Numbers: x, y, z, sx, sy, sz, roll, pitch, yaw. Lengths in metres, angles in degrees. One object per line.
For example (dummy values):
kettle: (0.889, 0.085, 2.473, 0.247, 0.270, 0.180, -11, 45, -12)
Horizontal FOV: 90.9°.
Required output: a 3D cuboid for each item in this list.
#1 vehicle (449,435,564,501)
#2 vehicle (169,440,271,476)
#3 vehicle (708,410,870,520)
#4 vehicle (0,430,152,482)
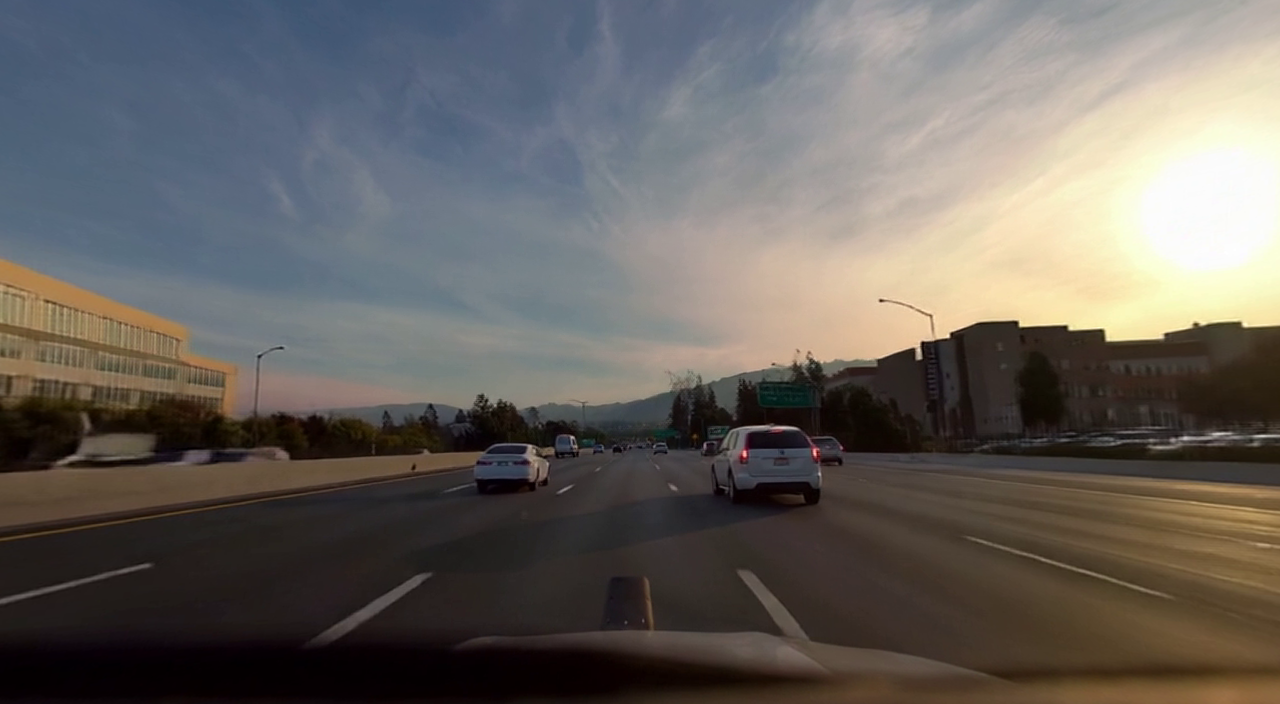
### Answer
vehicle: (-3.436, 3.087, 17.269, 2.080, 1.542, 4.718, -1, -8, 1)
vehicle: (-19.725, 4.991, 29.833, 2.028, 1.565, 3.951, -1, -8, 1)
vehicle: (2.813, 2.291, 13.272, 2.148, 1.852, 4.835, 0, -8, -1)
vehicle: (-26.812, 4.908, 30.152, 2.216, 2.221, 5.780, 0, -8, 0)
